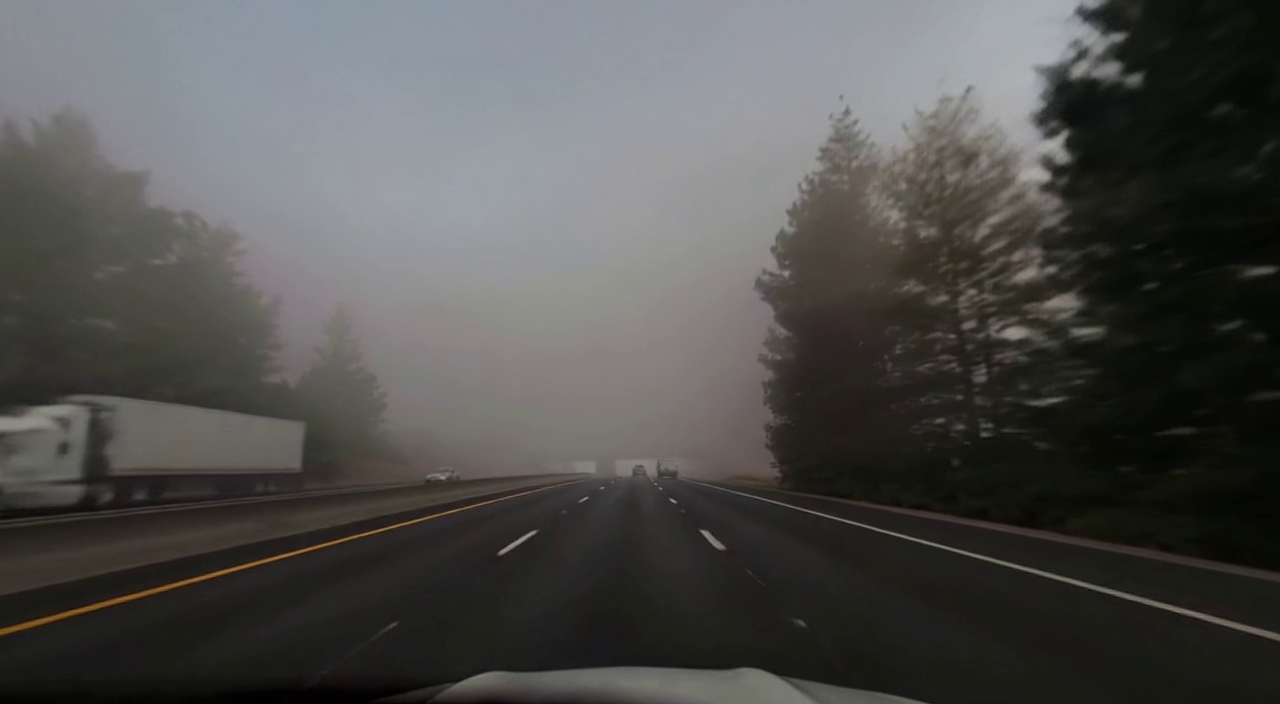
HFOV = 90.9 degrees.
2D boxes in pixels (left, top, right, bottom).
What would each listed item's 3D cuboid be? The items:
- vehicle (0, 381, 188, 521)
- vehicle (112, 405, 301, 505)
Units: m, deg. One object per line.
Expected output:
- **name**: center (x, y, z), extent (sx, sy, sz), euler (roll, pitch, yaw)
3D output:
- **vehicle**: center (-20.551, 3.399, 21.365), extent (2.936, 4.096, 9.901), euler (1, -10, 0)
- **vehicle**: center (-20.587, 5.120, 30.913), extent (2.898, 4.126, 8.607), euler (1, -10, 0)
